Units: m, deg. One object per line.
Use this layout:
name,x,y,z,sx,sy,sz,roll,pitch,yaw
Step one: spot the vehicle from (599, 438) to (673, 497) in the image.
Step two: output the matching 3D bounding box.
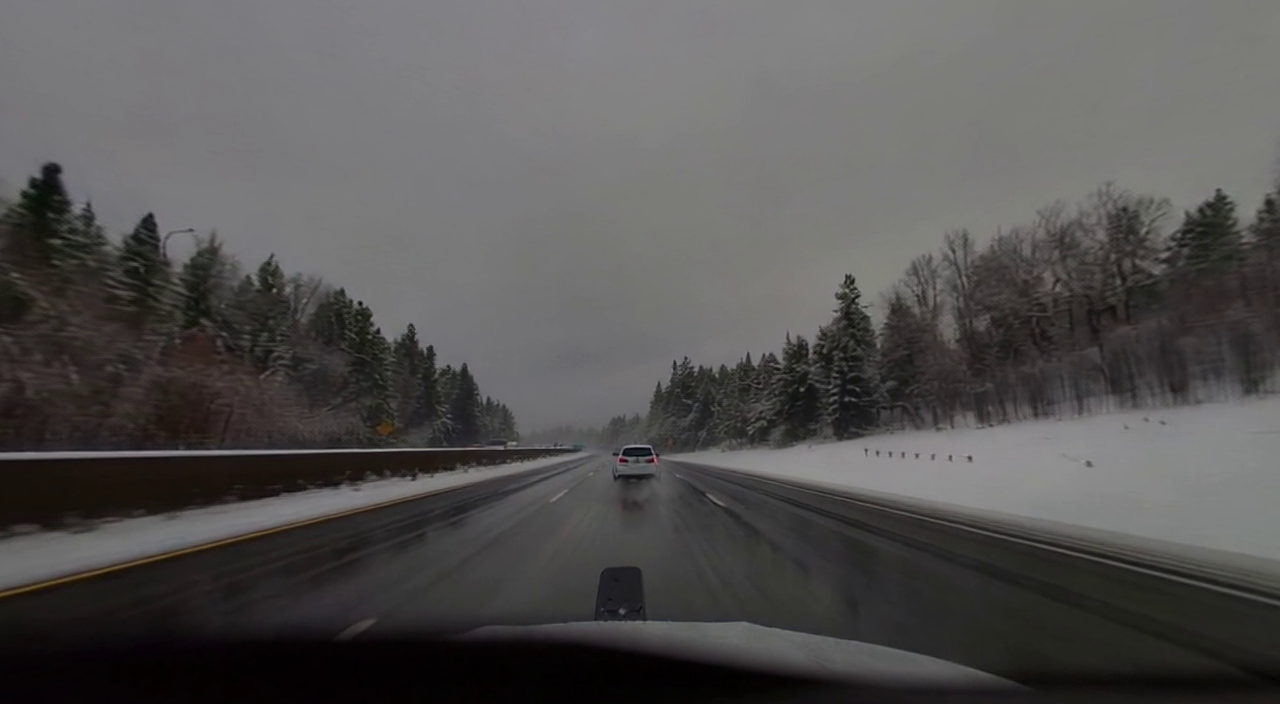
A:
vehicle,-0.126,3.456,19.207,2.011,1.590,3.607,0,-9,-1
